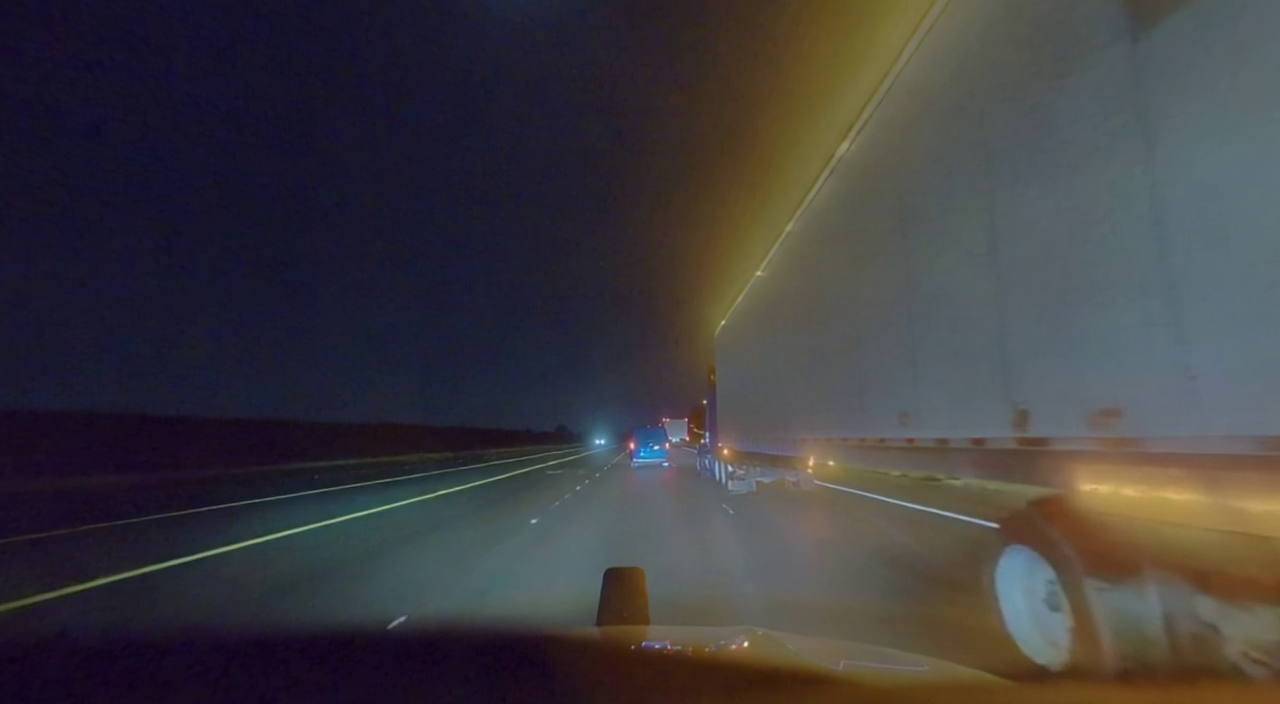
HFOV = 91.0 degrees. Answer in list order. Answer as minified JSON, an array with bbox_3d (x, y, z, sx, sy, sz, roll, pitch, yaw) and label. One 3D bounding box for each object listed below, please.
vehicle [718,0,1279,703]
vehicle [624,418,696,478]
[{"bbox_3d":[4.079,0.504,9.238,3.892,4.216,16.830,0,-8,1],"label":"vehicle"},{"bbox_3d":[0.738,3.638,23.989,2.469,2.027,4.554,0,-8,1],"label":"vehicle"}]
